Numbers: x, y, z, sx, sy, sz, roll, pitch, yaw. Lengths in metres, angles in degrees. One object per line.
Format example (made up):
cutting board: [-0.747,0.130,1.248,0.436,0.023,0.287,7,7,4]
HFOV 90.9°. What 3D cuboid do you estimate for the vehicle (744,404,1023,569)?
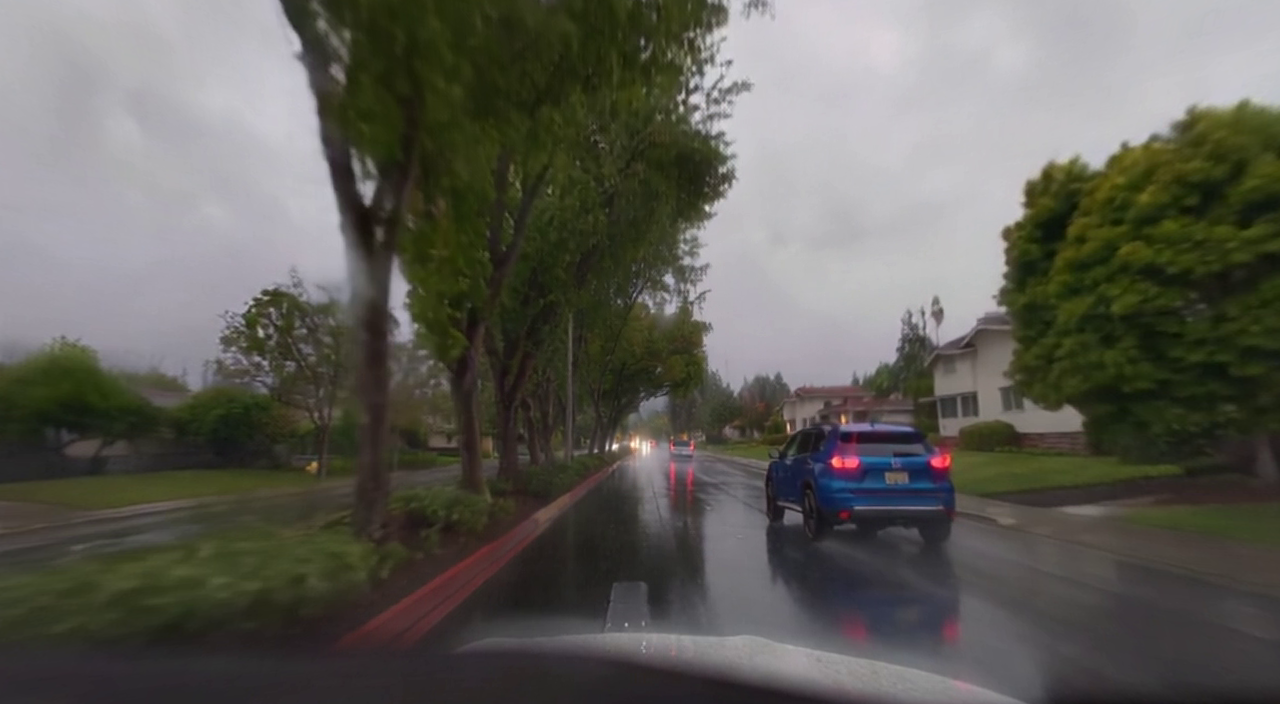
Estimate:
vehicle: [3.039,1.807,9.239,2.180,1.773,4.639,0,-8,-1]
